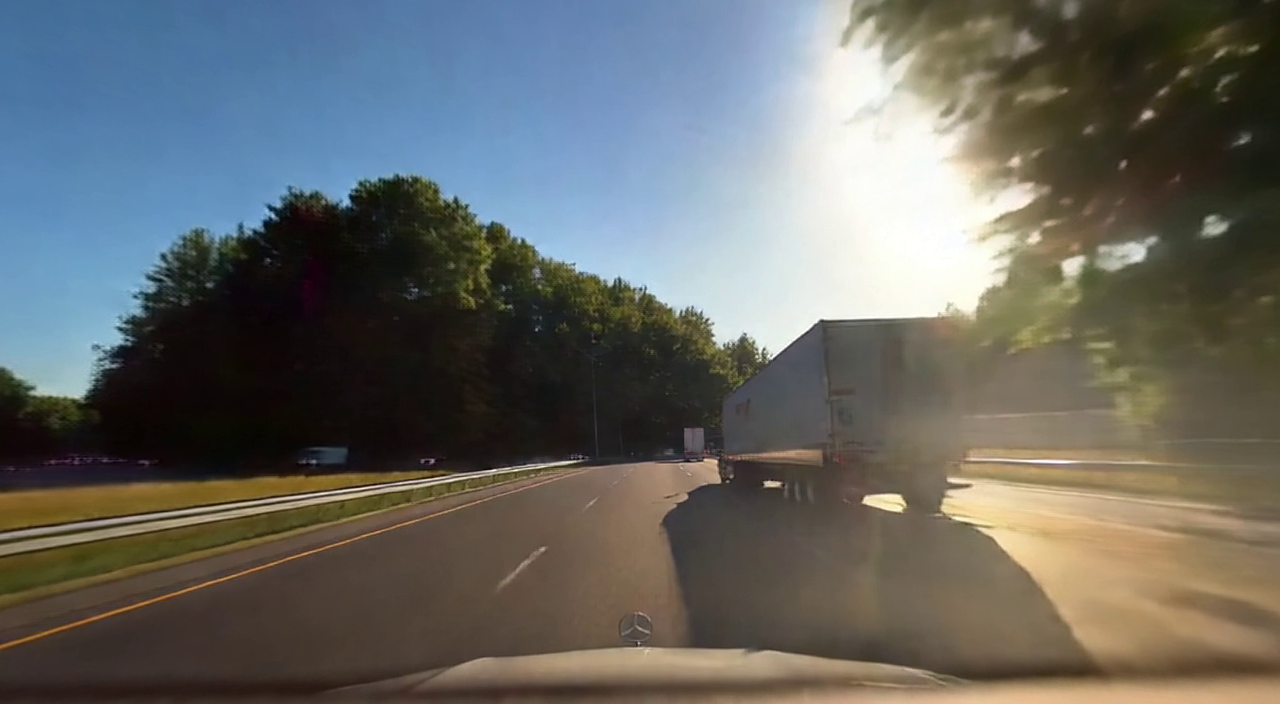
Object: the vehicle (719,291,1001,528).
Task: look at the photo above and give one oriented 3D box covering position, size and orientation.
[{"bbox_3d":[4.503,1.997,17.546,2.859,3.984,14.045,0,-9,0],"label":"vehicle"}]
